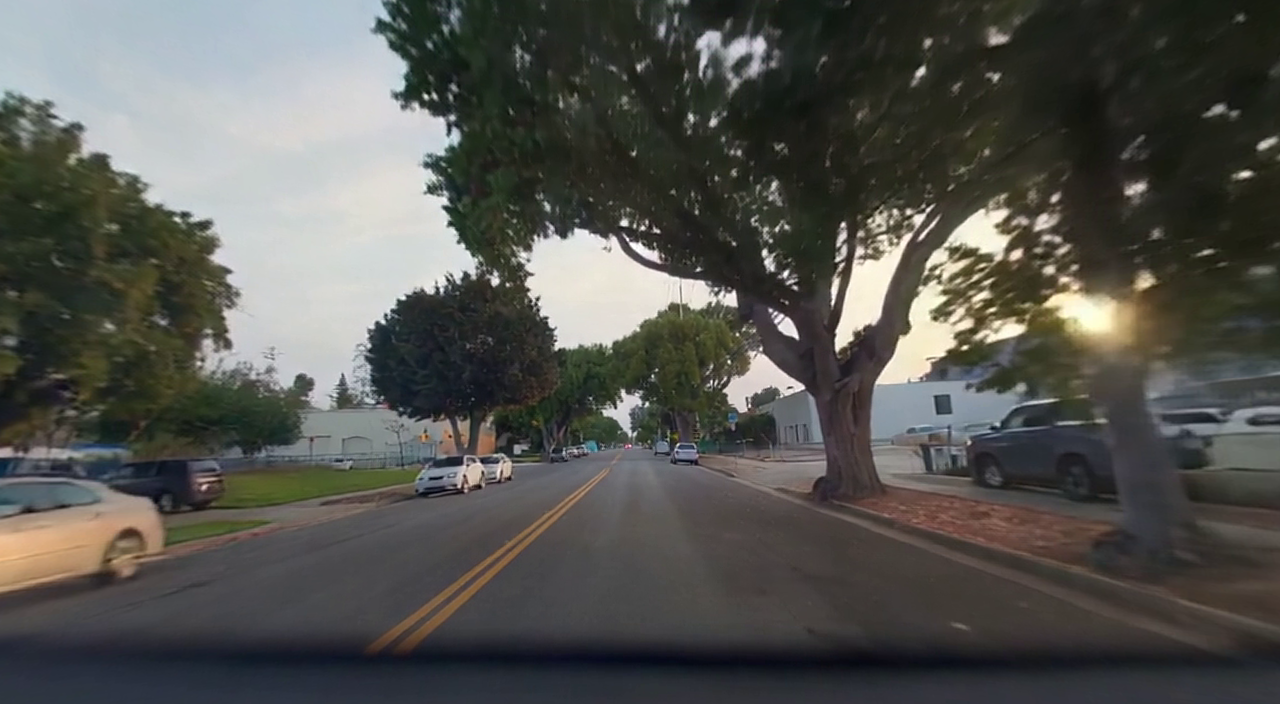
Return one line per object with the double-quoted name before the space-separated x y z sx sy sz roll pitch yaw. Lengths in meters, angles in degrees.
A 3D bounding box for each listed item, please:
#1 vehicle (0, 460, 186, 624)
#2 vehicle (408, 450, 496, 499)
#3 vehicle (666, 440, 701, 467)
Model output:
"vehicle" -6.613 1.785 5.749 1.815 1.384 4.357 -3 -9 -1
"vehicle" -6.680 4.358 22.956 1.887 1.460 4.444 -4 -9 -1
"vehicle" 3.112 7.300 45.769 2.138 1.820 5.218 0 -8 0
